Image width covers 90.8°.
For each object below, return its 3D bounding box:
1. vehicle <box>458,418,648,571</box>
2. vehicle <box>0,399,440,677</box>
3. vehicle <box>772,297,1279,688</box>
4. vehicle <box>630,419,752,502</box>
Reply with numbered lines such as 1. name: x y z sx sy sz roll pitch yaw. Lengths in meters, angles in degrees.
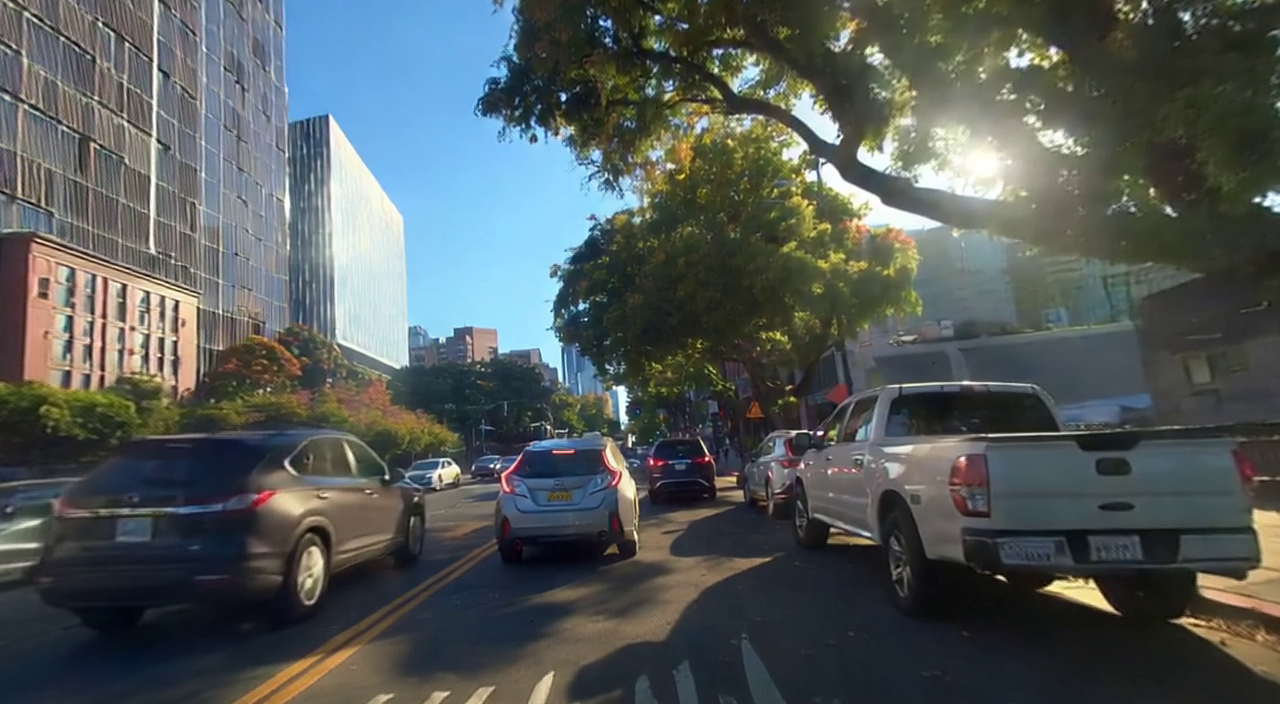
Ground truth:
1. vehicle: -0.932 1.865 8.996 2.076 1.667 3.948 0 -8 1
2. vehicle: -3.868 1.572 6.573 2.000 1.818 4.668 0 -8 0
3. vehicle: 2.997 1.101 6.035 2.225 2.070 5.264 0 -8 -1
4. vehicle: 1.593 2.952 17.623 2.352 1.953 4.798 -3 -9 17
